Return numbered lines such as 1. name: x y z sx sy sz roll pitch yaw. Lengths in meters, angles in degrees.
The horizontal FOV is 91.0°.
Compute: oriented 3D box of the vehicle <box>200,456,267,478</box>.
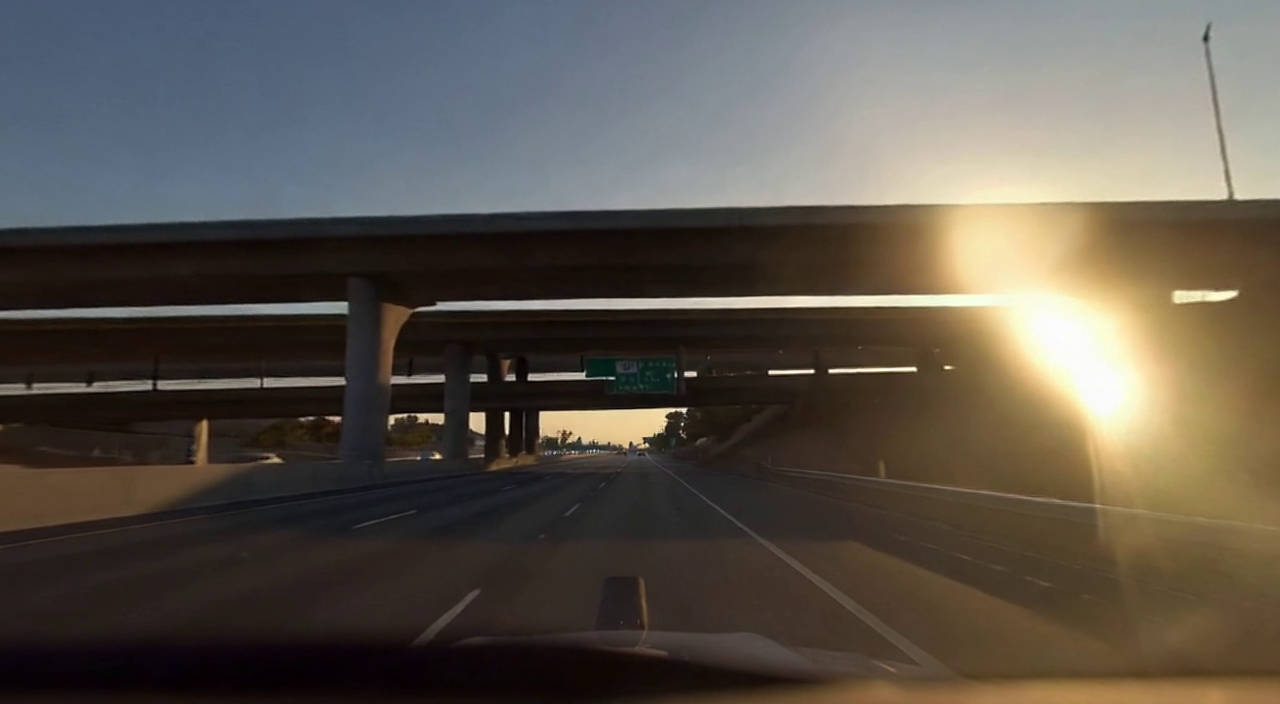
1. vehicle: -32.025 9.049 49.779 1.926 1.548 4.905 0 -9 1
